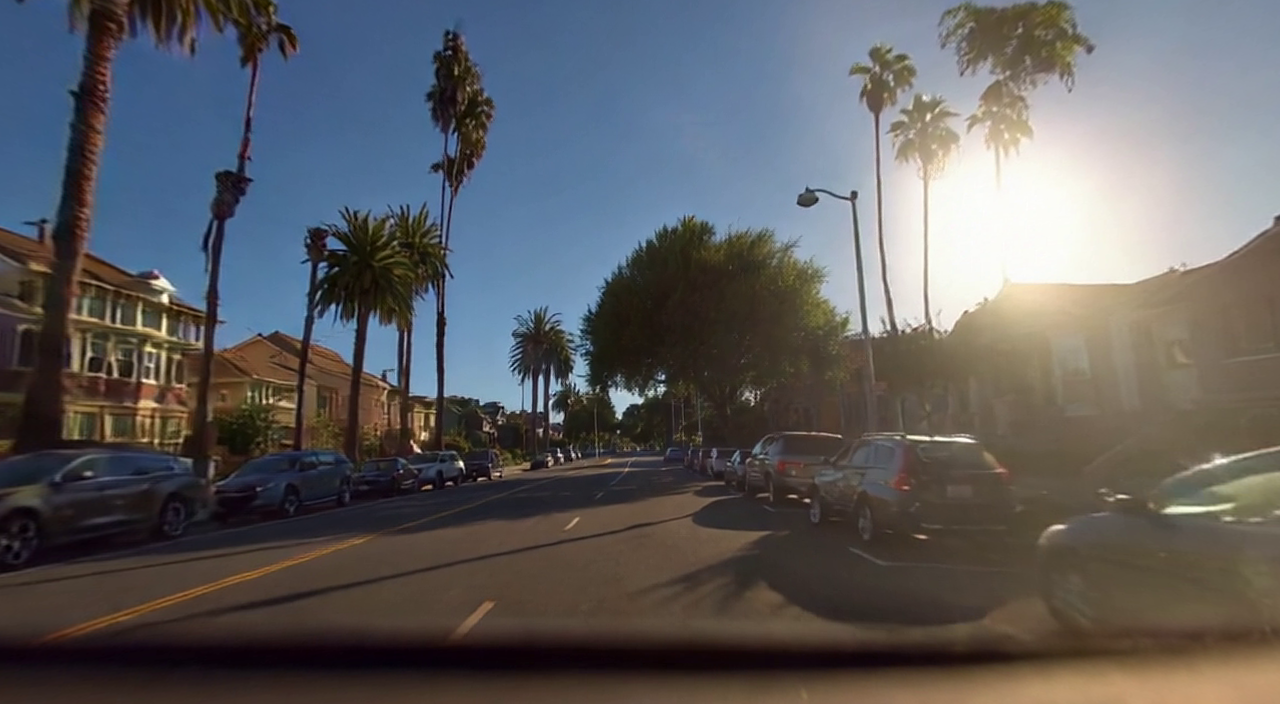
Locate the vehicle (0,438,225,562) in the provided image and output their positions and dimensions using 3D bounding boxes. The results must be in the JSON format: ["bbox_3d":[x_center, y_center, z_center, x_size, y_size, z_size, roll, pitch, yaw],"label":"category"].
[{"bbox_3d":[-9.557,2.348,10.466,4.089,1.813,1.932,3,-9,-24],"label":"vehicle"}]

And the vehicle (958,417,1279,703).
[{"bbox_3d":[3.571,0.960,2.522,2.096,1.452,4.741,-4,-9,0],"label":"vehicle"}]

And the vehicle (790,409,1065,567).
[{"bbox_3d":[3.591,1.772,8.965,1.899,1.669,4.259,0,-8,0],"label":"vehicle"}]
